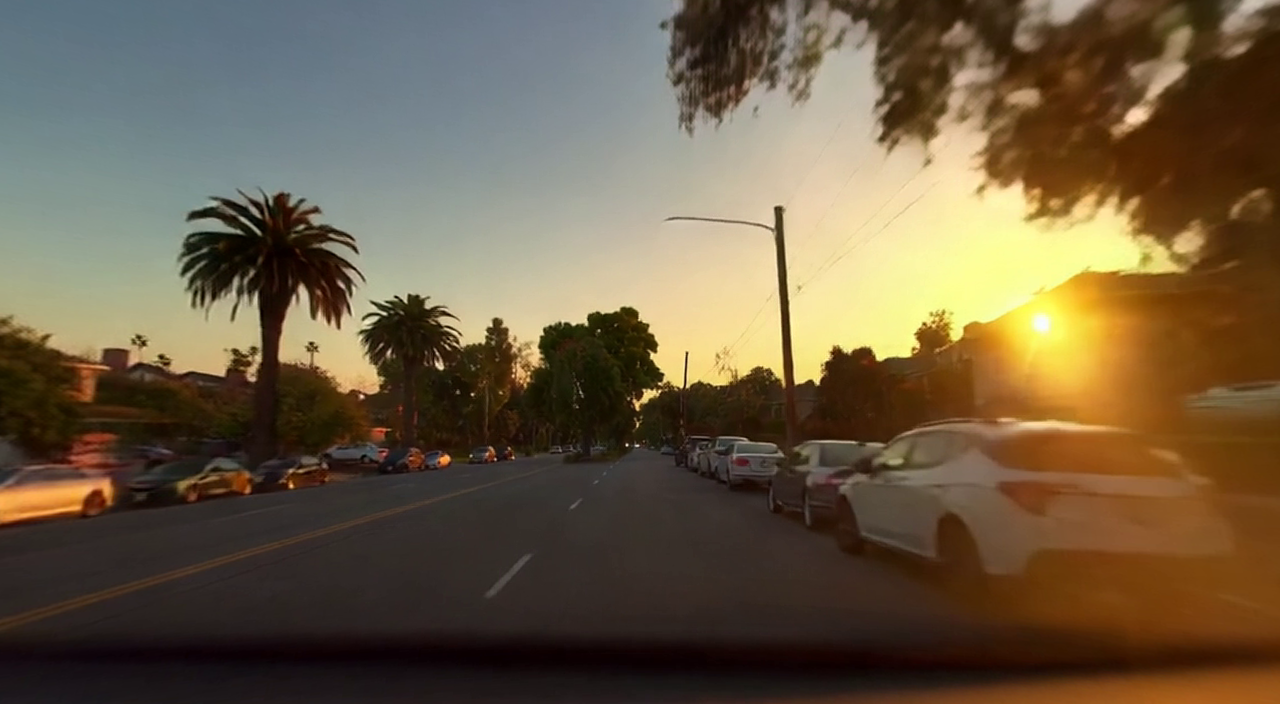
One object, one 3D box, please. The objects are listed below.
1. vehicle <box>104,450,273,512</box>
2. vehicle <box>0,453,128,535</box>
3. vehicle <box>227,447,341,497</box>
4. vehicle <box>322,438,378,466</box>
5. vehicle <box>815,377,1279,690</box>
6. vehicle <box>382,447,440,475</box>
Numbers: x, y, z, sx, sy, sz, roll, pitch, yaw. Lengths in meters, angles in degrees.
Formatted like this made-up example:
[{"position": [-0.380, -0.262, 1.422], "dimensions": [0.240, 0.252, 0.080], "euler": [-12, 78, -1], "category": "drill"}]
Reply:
[{"position": [-13.516, 3.836, 19.360], "dimensions": [1.899, 1.474, 4.529], "euler": [-1, -7, -1], "category": "vehicle"}, {"position": [-13.500, 2.940, 13.194], "dimensions": [1.921, 1.498, 4.460], "euler": [0, -7, -1], "category": "vehicle"}, {"position": [-13.657, 4.569, 24.578], "dimensions": [1.876, 1.610, 4.467], "euler": [-1, -7, -1], "category": "vehicle"}, {"position": [-20.941, 7.243, 45.842], "dimensions": [1.957, 1.871, 4.515], "euler": [0, -9, 0], "category": "vehicle"}, {"position": [3.591, 1.383, 6.167], "dimensions": [2.221, 1.718, 5.192], "euler": [0, -9, -1], "category": "vehicle"}, {"position": [-13.819, 6.573, 38.406], "dimensions": [1.970, 1.525, 4.420], "euler": [0, -7, -2], "category": "vehicle"}]
